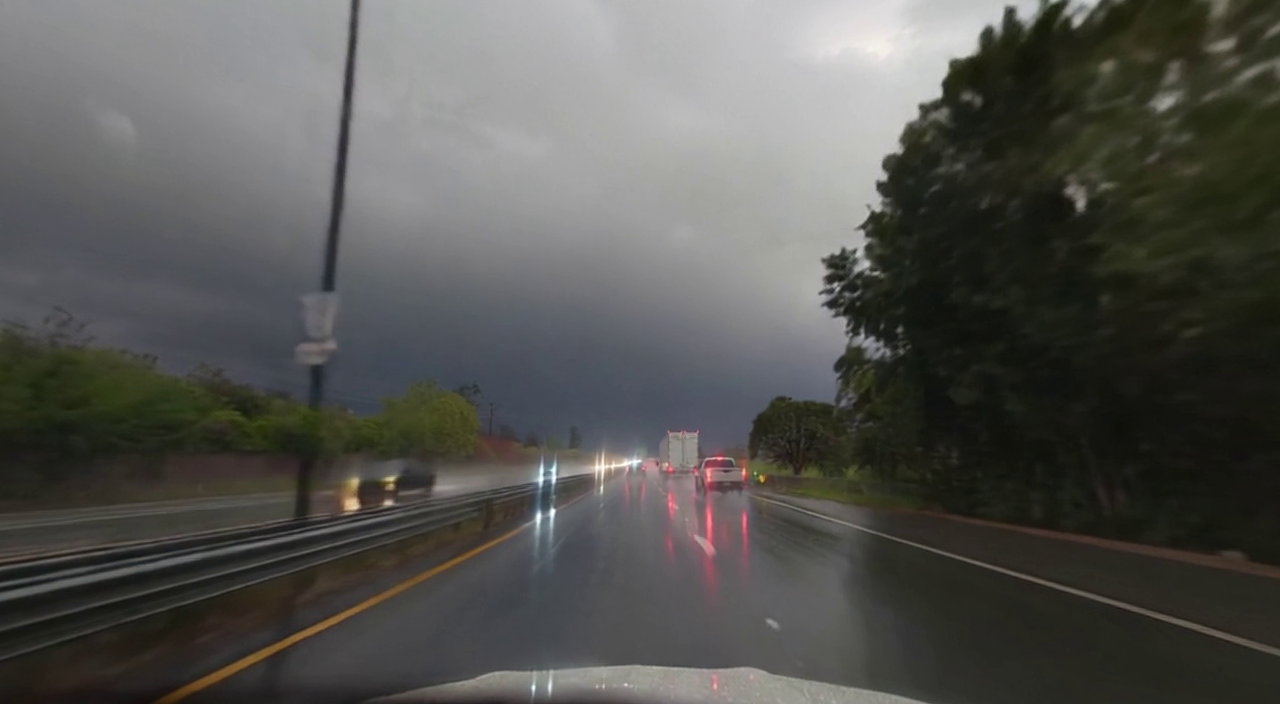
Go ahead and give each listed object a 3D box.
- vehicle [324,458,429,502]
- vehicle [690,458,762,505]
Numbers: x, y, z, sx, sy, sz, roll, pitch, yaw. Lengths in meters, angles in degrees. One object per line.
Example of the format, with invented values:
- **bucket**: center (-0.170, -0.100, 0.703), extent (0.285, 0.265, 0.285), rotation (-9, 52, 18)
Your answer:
- **vehicle**: center (-10.354, 5.061, 25.175), extent (2.228, 1.550, 4.490), rotation (1, -10, 0)
- **vehicle**: center (3.299, 5.136, 25.195), extent (2.124, 1.662, 4.641), rotation (1, -10, -1)
